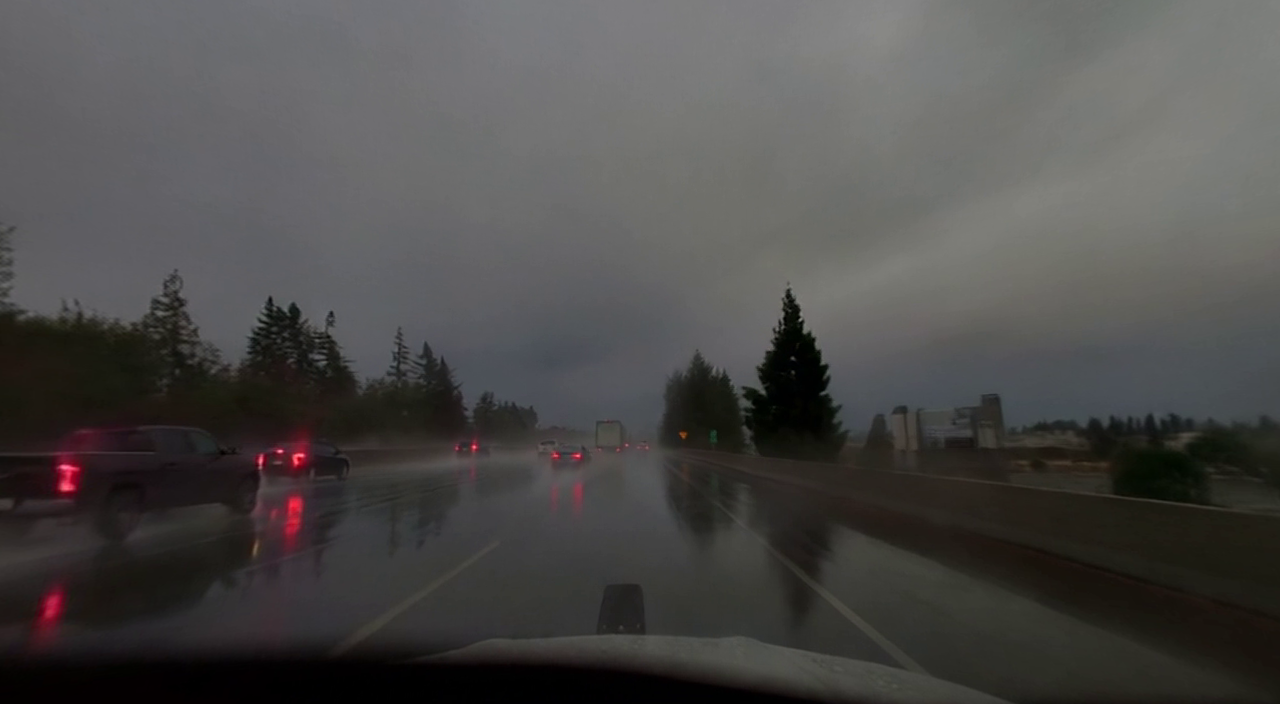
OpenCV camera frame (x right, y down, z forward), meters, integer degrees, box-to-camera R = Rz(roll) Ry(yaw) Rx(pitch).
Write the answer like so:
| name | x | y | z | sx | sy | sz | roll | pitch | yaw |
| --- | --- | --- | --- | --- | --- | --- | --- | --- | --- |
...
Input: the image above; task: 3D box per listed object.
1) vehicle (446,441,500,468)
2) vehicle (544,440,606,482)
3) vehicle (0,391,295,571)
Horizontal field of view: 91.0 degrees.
| name | x | y | z | sx | sy | sz | roll | pitch | yaw |
| --- | --- | --- | --- | --- | --- | --- | --- | --- | --- |
| vehicle | -10.106 | 6.239 | 38.450 | 2.036 | 1.506 | 4.358 | 0 | -8 | 1 |
| vehicle | -2.537 | 4.349 | 25.450 | 1.931 | 1.528 | 4.126 | 0 | -8 | 2 |
| vehicle | -7.386 | 1.618 | 8.554 | 2.115 | 1.778 | 5.572 | 0 | -8 | 2 |
